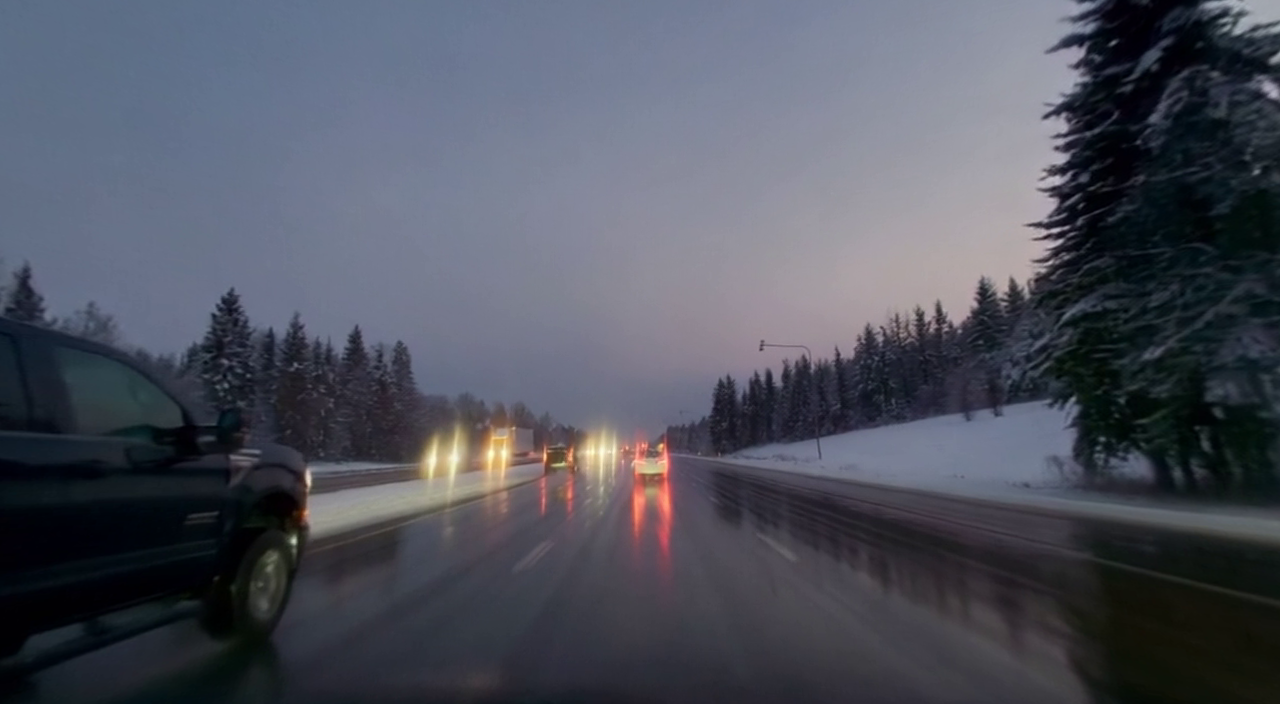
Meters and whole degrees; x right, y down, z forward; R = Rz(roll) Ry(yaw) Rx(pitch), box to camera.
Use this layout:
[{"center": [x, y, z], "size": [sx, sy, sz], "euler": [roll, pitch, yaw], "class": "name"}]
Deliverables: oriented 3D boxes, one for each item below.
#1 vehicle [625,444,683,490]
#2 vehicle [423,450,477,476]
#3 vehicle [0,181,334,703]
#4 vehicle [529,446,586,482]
[{"center": [0.453, 4.304, 23.779], "size": [2.015, 1.526, 4.286], "euler": [0, -9, -1], "class": "vehicle"}, {"center": [-12.464, 7.290, 41.454], "size": [2.066, 1.613, 4.576], "euler": [-1, -9, 2], "class": "vehicle"}, {"center": [-4.001, 0.488, 2.499], "size": [2.523, 2.458, 6.022], "euler": [0, -9, 0], "class": "vehicle"}, {"center": [-3.692, 5.092, 28.761], "size": [1.940, 1.502, 4.463], "euler": [0, -9, 1], "class": "vehicle"}]
